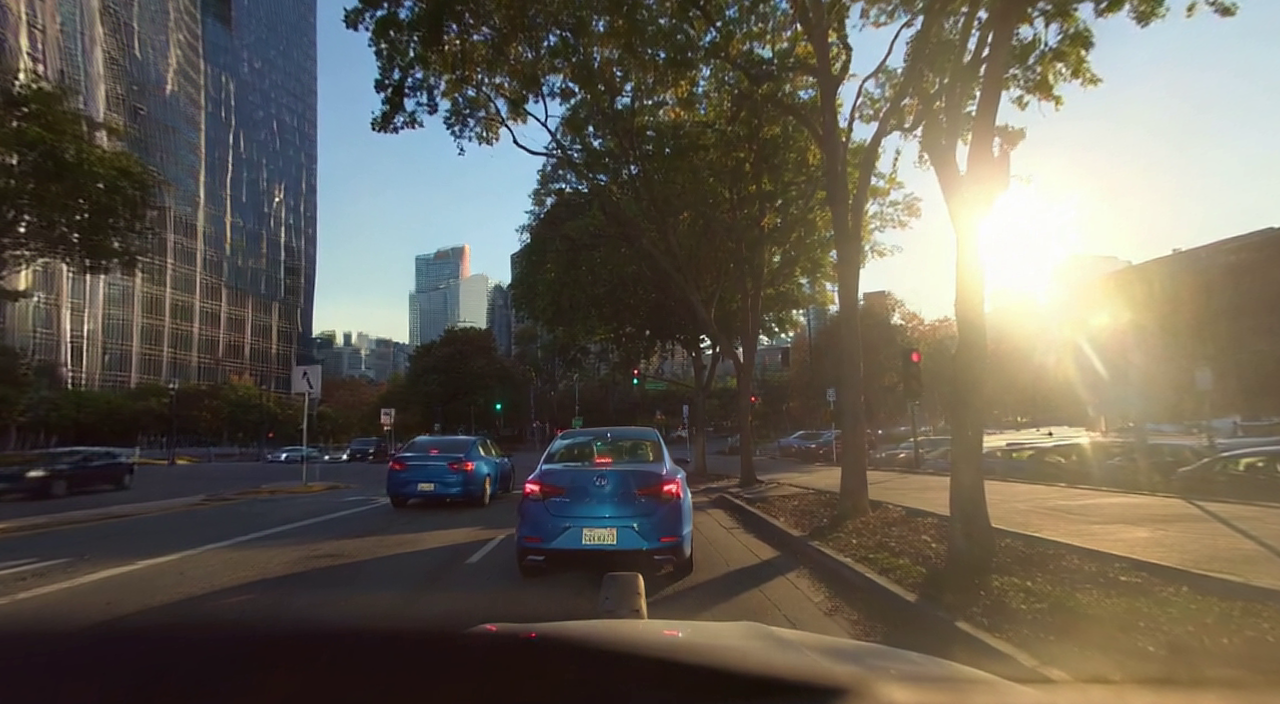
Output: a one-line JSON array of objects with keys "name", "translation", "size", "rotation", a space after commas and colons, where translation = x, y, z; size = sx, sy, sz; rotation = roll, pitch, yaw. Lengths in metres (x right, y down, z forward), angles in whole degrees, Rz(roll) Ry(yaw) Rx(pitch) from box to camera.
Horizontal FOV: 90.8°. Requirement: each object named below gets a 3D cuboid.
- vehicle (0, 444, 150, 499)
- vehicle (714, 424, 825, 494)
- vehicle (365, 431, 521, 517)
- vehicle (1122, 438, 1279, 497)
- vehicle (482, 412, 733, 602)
[{"name": "vehicle", "translation": [-20.111, 4.133, 22.273], "size": [1.982, 1.712, 4.511], "rotation": [0, -8, 0]}, {"name": "vehicle", "translation": [3.426, 2.922, 17.569], "size": [2.028, 1.678, 4.220], "rotation": [0, -8, -2]}, {"name": "vehicle", "translation": [-3.745, 2.380, 12.798], "size": [1.998, 1.452, 3.773], "rotation": [0, -8, -1]}, {"name": "vehicle", "translation": [15.184, 2.942, 16.325], "size": [3.951, 1.418, 1.842], "rotation": [0, -8, -2]}, {"name": "vehicle", "translation": [-0.361, 1.577, 7.338], "size": [2.045, 1.533, 4.183], "rotation": [0, -8, -3]}]
